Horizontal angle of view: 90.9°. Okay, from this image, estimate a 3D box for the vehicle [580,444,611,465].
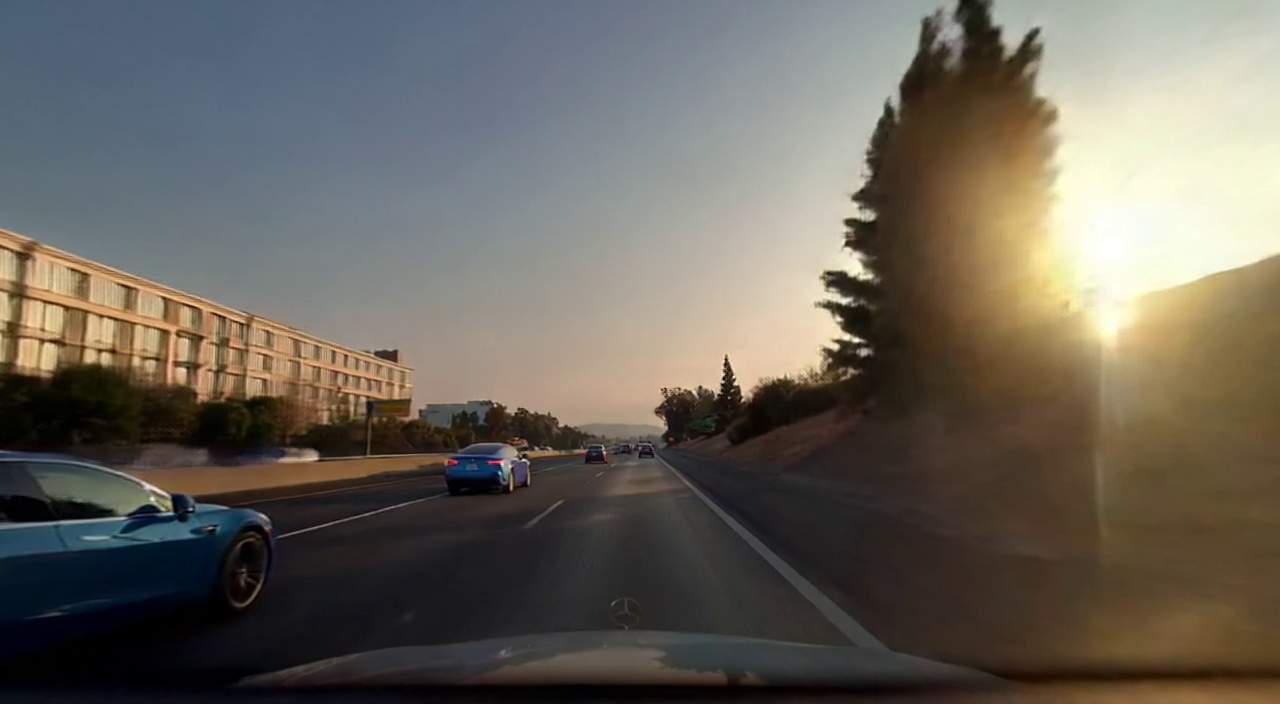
[{"bbox_3d":[-3.288,7.601,46.932,1.926,1.464,4.186,0,-8,1],"label":"vehicle"}]

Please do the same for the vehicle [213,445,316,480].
[{"bbox_3d":[-17.395,5.098,29.523,1.978,1.510,4.462,0,-8,1],"label":"vehicle"}]

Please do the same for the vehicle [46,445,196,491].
[{"bbox_3d":[-21.185,4.732,26.105,2.012,1.688,4.869,0,-8,0],"label":"vehicle"}]

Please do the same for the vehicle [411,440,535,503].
[{"bbox_3d":[-4.314,3.148,17.111,2.083,1.471,4.350,0,-8,1],"label":"vehicle"}]
